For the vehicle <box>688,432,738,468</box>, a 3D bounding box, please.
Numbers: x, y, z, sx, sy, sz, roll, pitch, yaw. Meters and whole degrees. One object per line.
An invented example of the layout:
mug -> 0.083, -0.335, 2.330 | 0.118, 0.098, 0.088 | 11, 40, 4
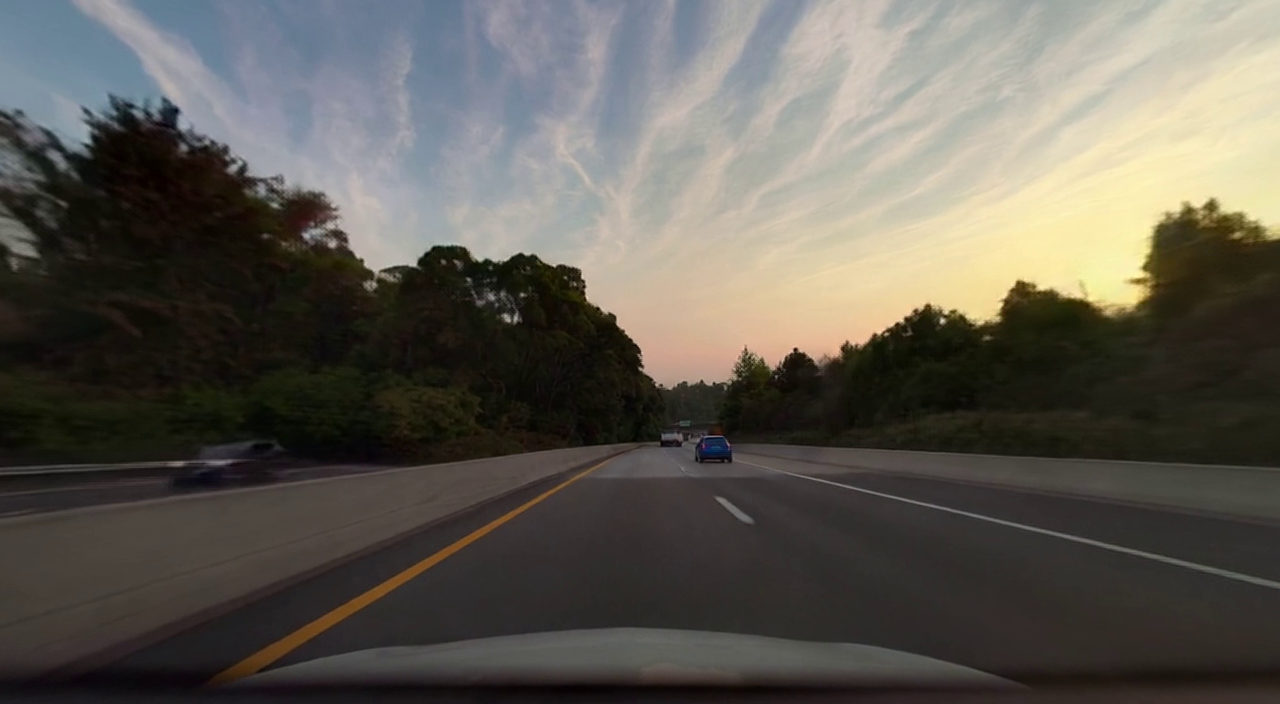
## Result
vehicle -> 3.625, 4.933, 31.902 | 2.022, 1.663, 4.245 | -1, -8, 0

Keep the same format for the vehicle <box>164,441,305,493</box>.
vehicle -> -12.995, 3.654, 20.511 | 1.847, 1.488, 4.102 | -1, -8, 0
